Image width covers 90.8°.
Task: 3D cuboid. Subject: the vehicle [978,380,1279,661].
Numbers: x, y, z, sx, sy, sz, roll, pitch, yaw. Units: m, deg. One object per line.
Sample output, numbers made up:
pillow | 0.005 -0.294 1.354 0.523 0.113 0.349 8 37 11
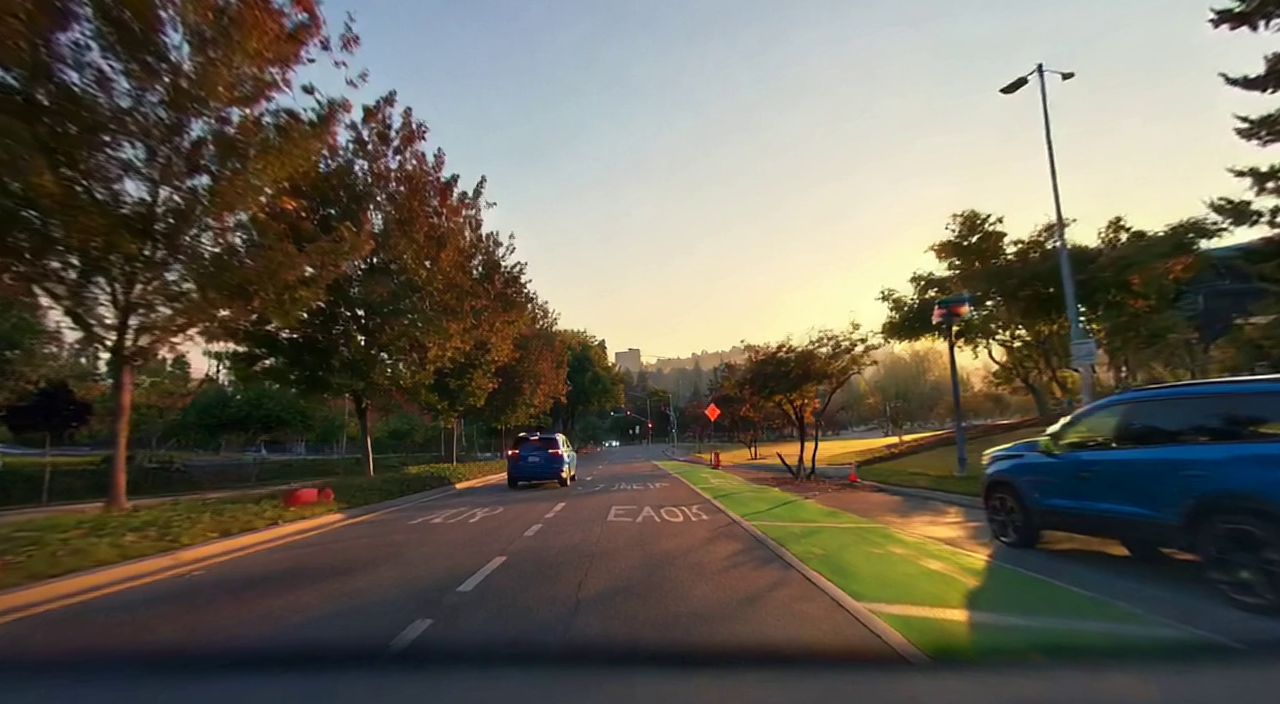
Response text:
vehicle | 5.392 1.264 5.461 2.810 1.722 3.834 -1 -8 1

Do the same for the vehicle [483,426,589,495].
vehicle | -2.935 3.194 18.989 2.339 1.790 4.629 0 -8 1
